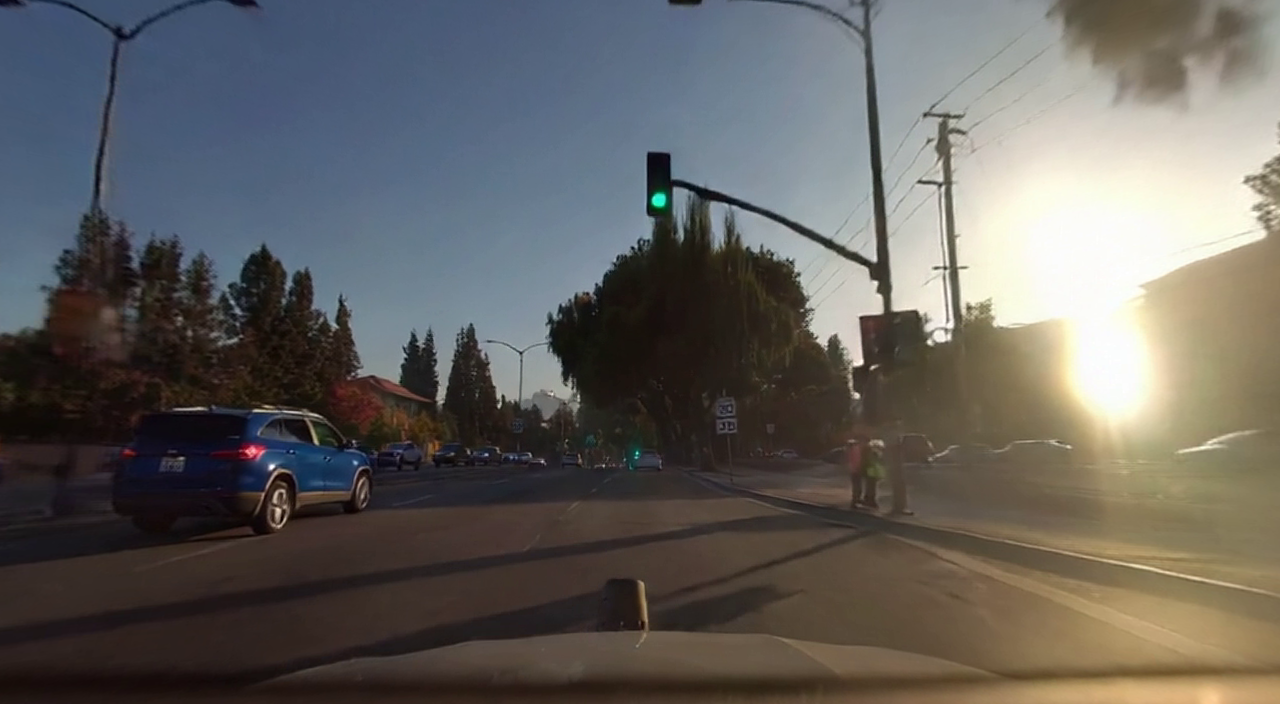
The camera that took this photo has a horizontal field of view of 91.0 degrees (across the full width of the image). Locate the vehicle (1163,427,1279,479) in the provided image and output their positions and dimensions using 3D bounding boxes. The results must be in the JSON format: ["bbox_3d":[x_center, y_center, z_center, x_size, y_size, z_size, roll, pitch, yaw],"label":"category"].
[{"bbox_3d":[18.880,2.967,18.694,1.947,1.477,4.661,2,-8,-21],"label":"vehicle"}]

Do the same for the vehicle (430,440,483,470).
[{"bbox_3d":[-11.697,6.604,40.496,2.042,1.801,4.378,0,-8,1],"label":"vehicle"}]

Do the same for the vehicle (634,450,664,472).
[{"bbox_3d":[0.659,8.004,46.431,2.091,1.494,3.962,0,-8,0],"label":"vehicle"}]

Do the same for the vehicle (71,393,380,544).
[{"bbox_3d":[-6.168,1.793,10.211,2.027,1.908,4.273,0,-8,0],"label":"vehicle"}]

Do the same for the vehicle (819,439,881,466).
[{"bbox_3d":[12.753,6.141,38.534,1.884,1.522,4.642,1,-8,-4],"label":"vehicle"}]

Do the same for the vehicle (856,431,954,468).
[{"bbox_3d":[13.470,4.995,32.385,1.950,1.697,4.906,3,-9,-16],"label":"vehicle"}]

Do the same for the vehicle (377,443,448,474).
[{"bbox_3d":[-12.248,5.740,34.235,2.077,1.505,4.714,0,-8,0],"label":"vehicle"}]

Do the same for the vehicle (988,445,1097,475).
[{"bbox_3d":[21.855,5.891,34.517,1.933,1.487,5.136,3,-9,-12],"label":"vehicle"}]
